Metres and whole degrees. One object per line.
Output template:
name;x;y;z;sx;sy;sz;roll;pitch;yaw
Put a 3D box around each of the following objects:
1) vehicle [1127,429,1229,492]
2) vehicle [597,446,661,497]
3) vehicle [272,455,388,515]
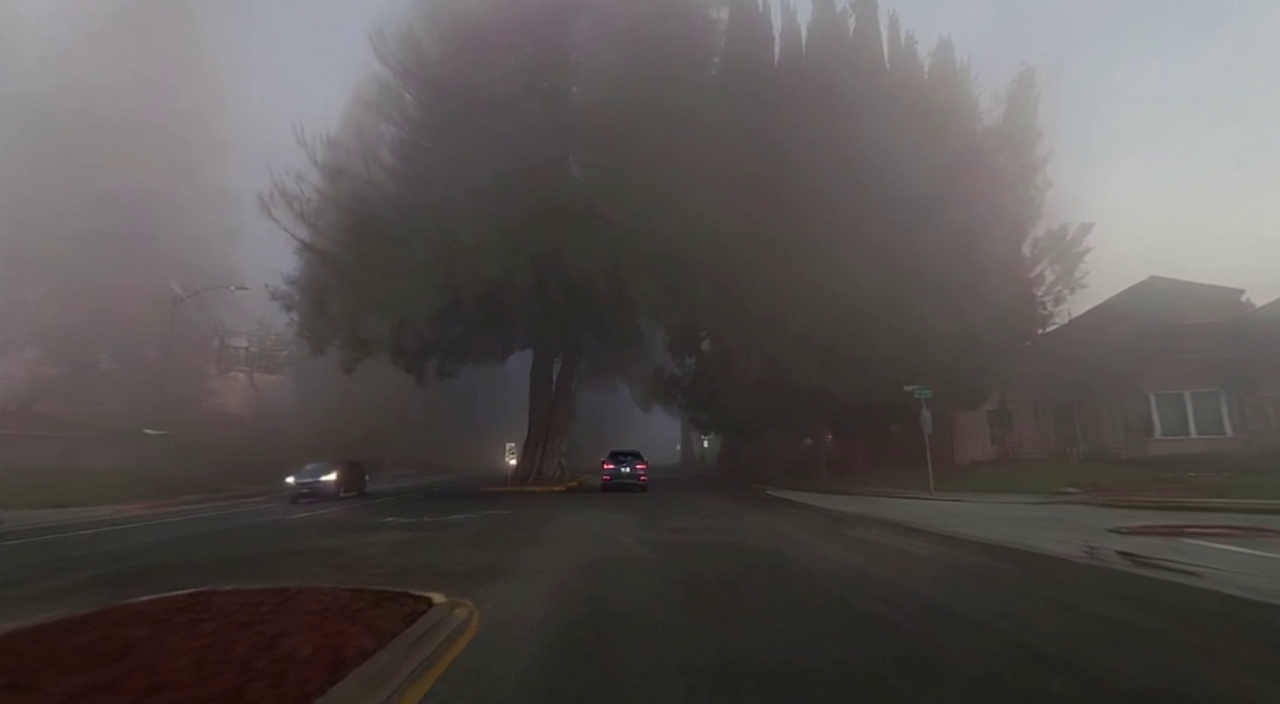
vehicle;17.342;3.482;20.600;2.128;1.771;4.721;-6;-11;36
vehicle;-0.391;4.228;22.753;2.106;1.655;3.717;0;-9;0
vehicle;-9.053;3.871;18.810;1.861;1.516;3.752;1;-9;-6
